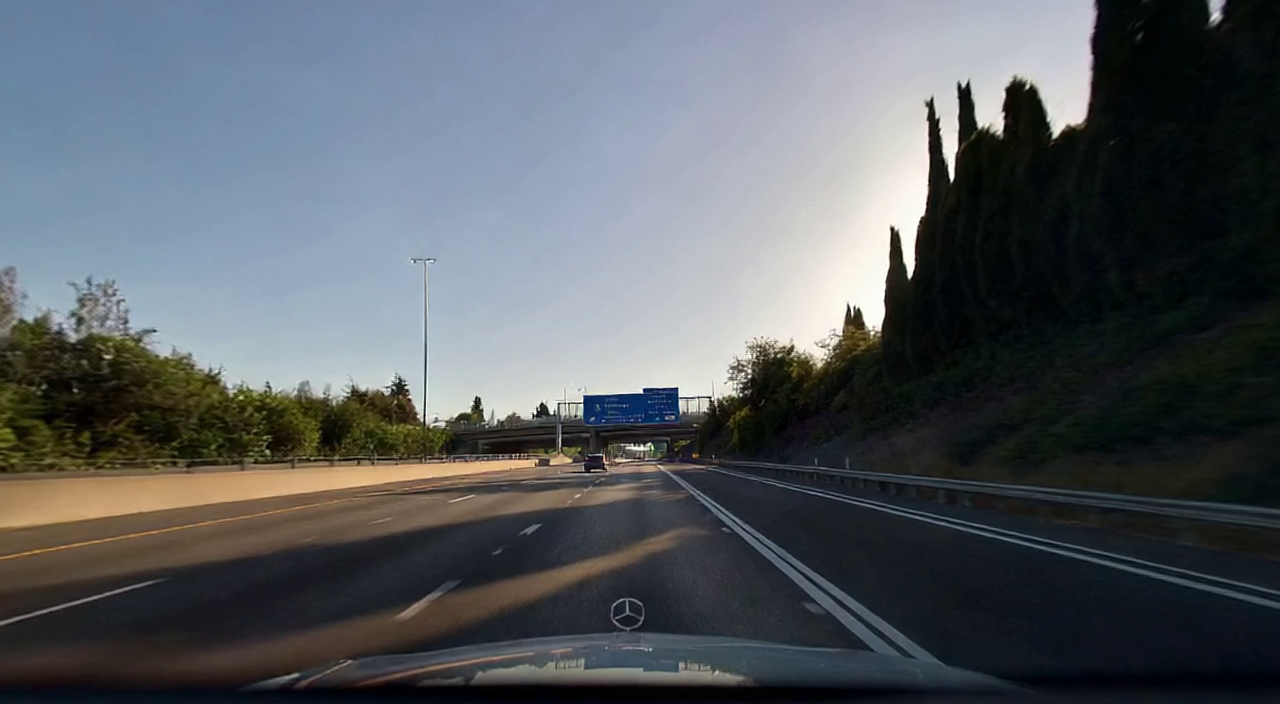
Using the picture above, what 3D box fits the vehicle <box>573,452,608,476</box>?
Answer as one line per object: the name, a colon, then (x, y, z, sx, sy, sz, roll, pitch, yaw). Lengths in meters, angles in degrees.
vehicle: (-3.320, 7.612, 42.888, 2.041, 1.512, 3.996, 0, -9, 1)
